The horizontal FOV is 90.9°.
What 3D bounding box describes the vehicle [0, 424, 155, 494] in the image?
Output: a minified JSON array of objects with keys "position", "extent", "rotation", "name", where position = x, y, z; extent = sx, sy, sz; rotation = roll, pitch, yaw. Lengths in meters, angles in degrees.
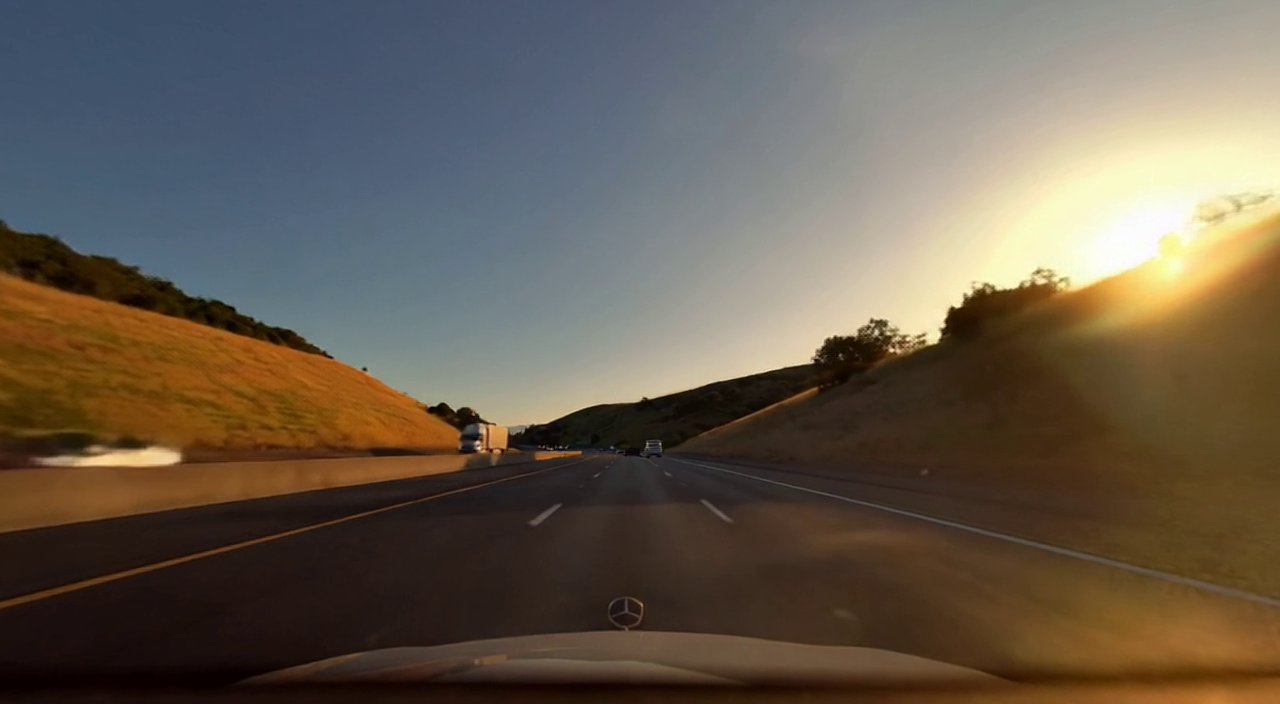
[{"position":[-14.941,2.645,15.741],"extent":[2.138,1.490,4.344],"rotation":[0,-9,0],"name":"vehicle"}]
